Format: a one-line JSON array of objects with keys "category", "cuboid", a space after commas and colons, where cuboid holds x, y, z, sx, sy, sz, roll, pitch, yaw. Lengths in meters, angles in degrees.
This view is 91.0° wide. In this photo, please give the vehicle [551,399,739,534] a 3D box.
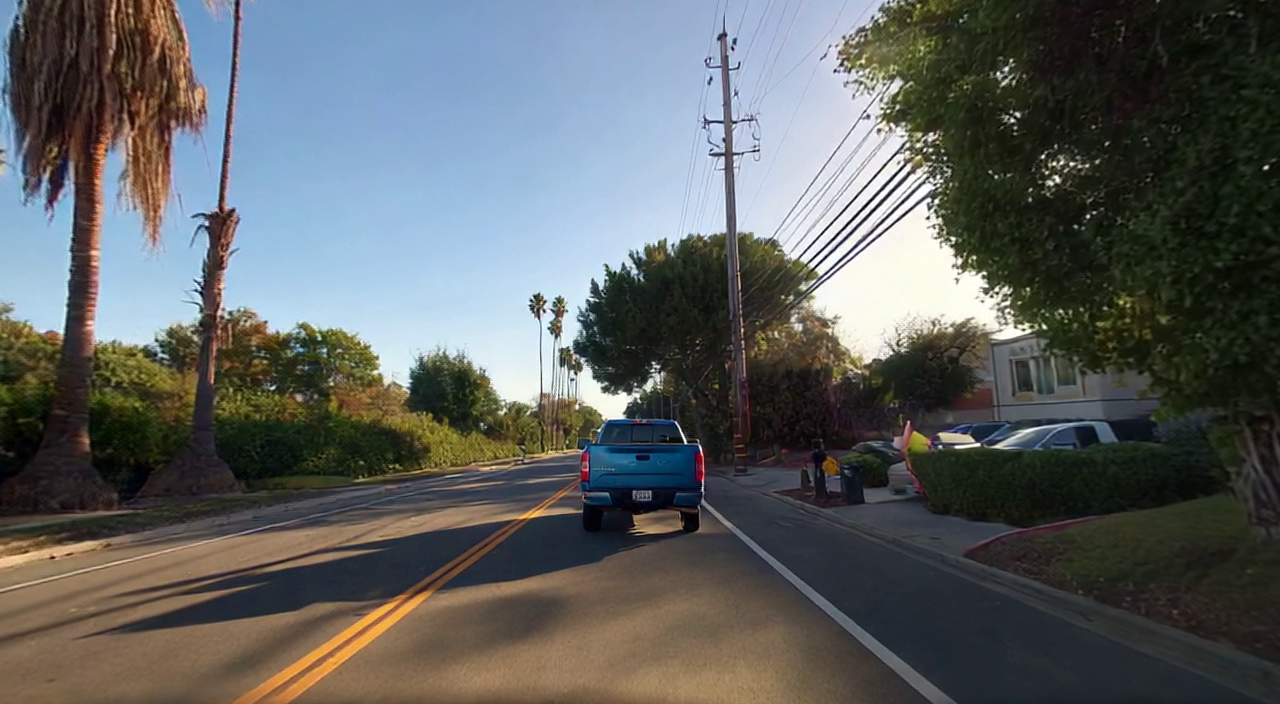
[{"category": "vehicle", "cuboid": [0.036, 2.143, 12.414, 2.803, 2.005, 5.885, 0, -8, -1]}]
